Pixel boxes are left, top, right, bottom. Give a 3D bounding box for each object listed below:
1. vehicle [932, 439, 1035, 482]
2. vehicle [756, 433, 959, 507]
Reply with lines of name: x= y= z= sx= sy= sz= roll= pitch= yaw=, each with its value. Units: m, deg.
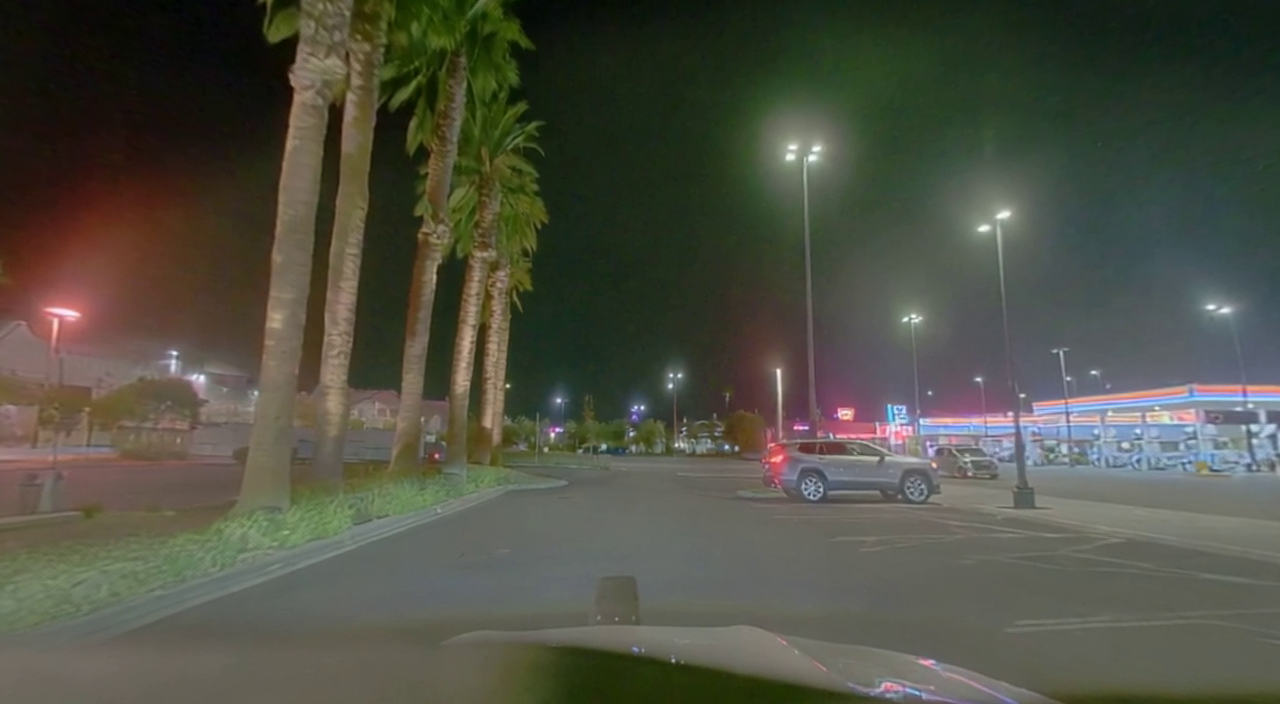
vehicle: x=16.186 y=5.125 z=30.090 sx=2.028 sy=1.850 sz=4.731 roll=0 pitch=-9 yaw=-3
vehicle: x=5.642 y=3.112 z=16.878 sx=4.560 sy=1.818 sz=2.148 roll=0 pitch=-9 yaw=-2
